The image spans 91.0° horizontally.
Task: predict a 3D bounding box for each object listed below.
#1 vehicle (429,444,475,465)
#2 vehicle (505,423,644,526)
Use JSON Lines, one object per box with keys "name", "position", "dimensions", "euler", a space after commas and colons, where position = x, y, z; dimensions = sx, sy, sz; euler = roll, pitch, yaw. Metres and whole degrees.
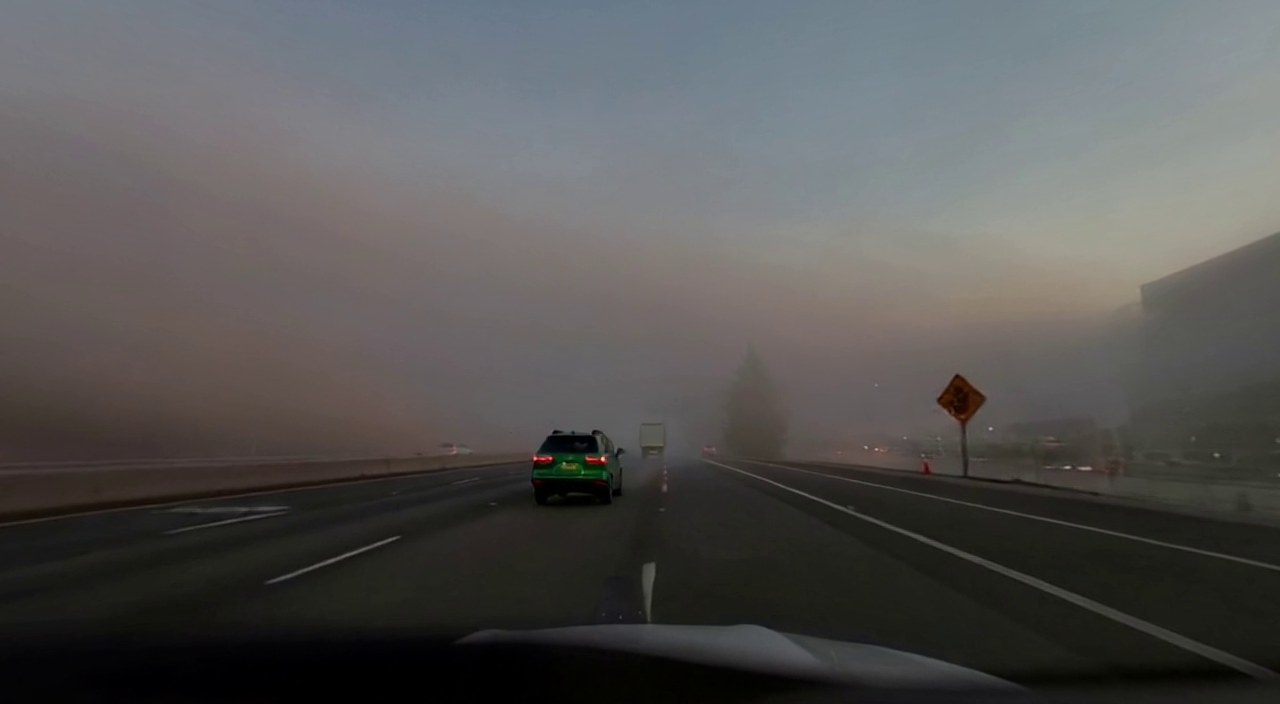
{"name": "vehicle", "position": [-14.449, 7.925, 48.645], "dimensions": [1.965, 1.503, 4.579], "euler": [0, -9, 3]}
{"name": "vehicle", "position": [-1.121, 2.441, 13.089], "dimensions": [2.111, 1.742, 4.315], "euler": [0, -9, 4]}
